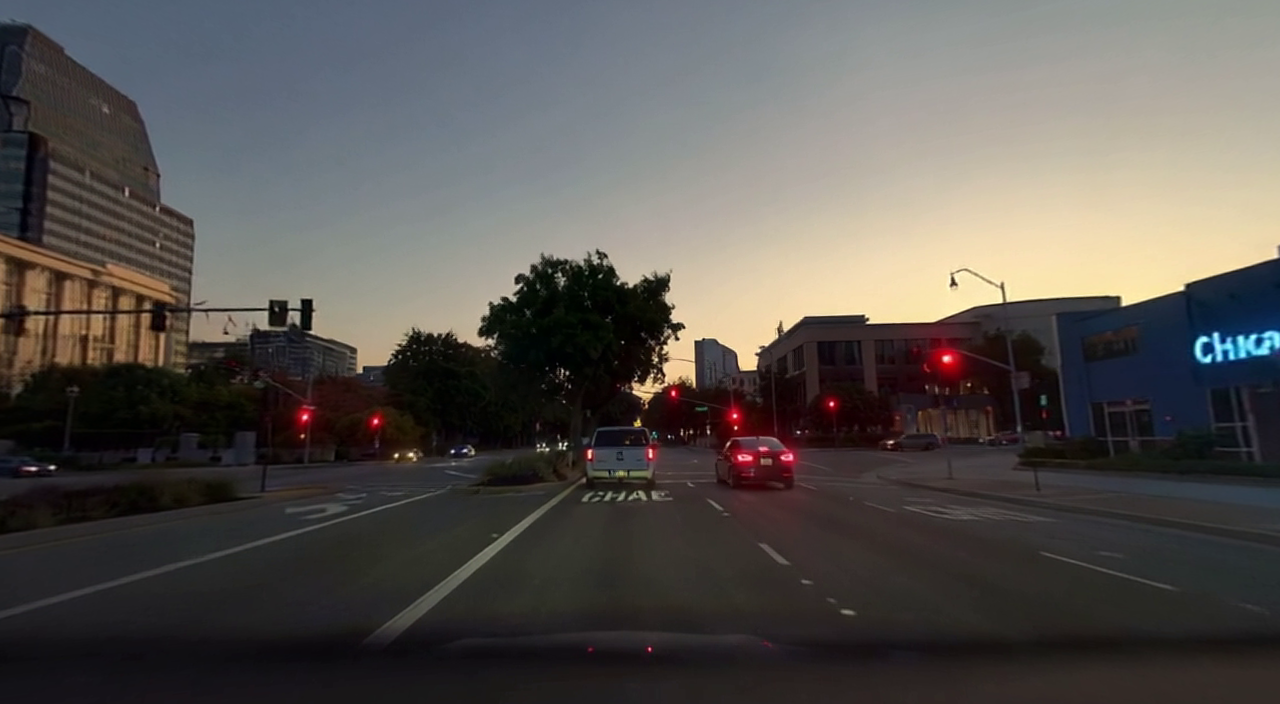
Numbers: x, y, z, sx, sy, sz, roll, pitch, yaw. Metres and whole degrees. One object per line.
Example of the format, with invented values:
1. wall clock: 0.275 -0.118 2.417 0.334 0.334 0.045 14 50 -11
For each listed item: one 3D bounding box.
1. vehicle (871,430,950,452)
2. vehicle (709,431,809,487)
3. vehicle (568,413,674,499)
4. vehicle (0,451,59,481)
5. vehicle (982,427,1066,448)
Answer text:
1. vehicle: 19.396 6.382 45.359 4.851 1.517 1.720 0 -9 -3
2. vehicle: 3.395 3.177 19.041 2.080 1.472 4.401 0 -9 -1
3. vehicle: -0.435 2.606 16.075 2.313 1.860 4.319 0 -9 -1
4. vehicle: -39.694 7.172 39.549 4.610 1.691 2.034 -3 -8 -2
5. vehicle: 27.514 6.136 45.334 4.766 1.462 1.872 0 -9 0
